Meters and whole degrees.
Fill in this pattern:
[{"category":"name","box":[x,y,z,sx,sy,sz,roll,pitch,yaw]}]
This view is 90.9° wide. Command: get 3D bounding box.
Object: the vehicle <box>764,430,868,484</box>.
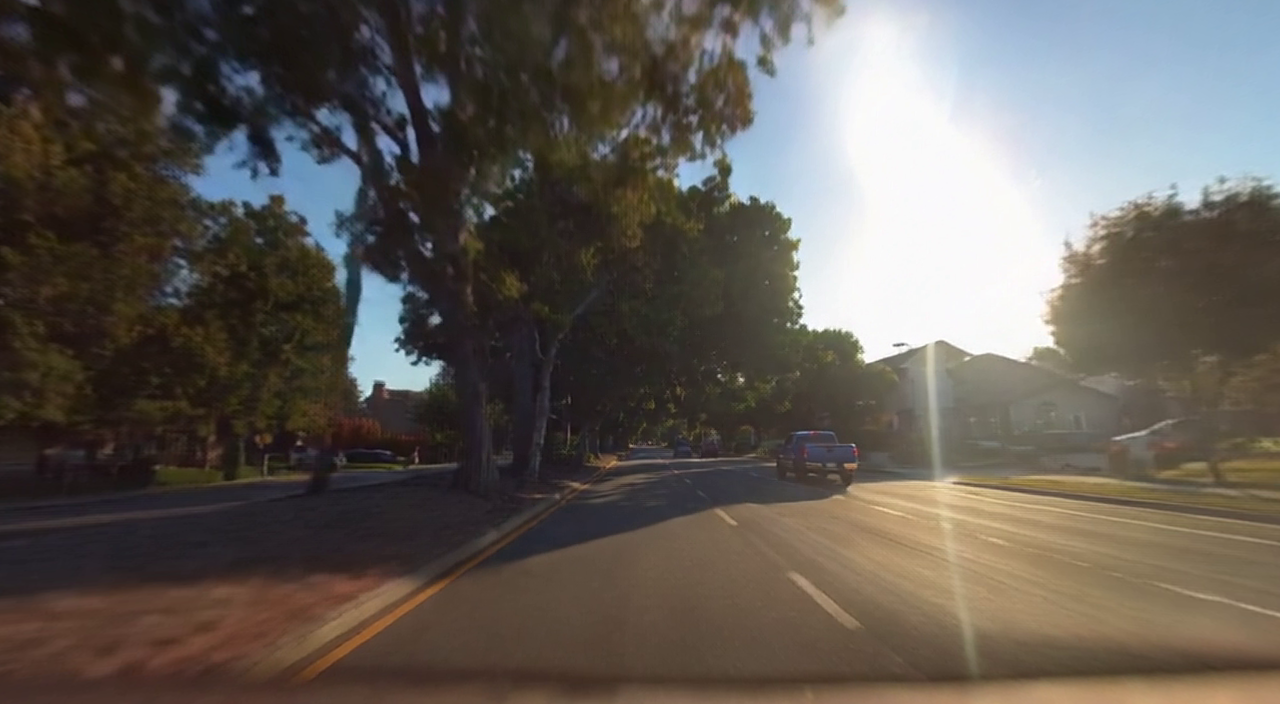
[{"category":"vehicle","box":[6.481,3.954,24.088,2.262,1.769,5.666,0,-8,-1]}]
